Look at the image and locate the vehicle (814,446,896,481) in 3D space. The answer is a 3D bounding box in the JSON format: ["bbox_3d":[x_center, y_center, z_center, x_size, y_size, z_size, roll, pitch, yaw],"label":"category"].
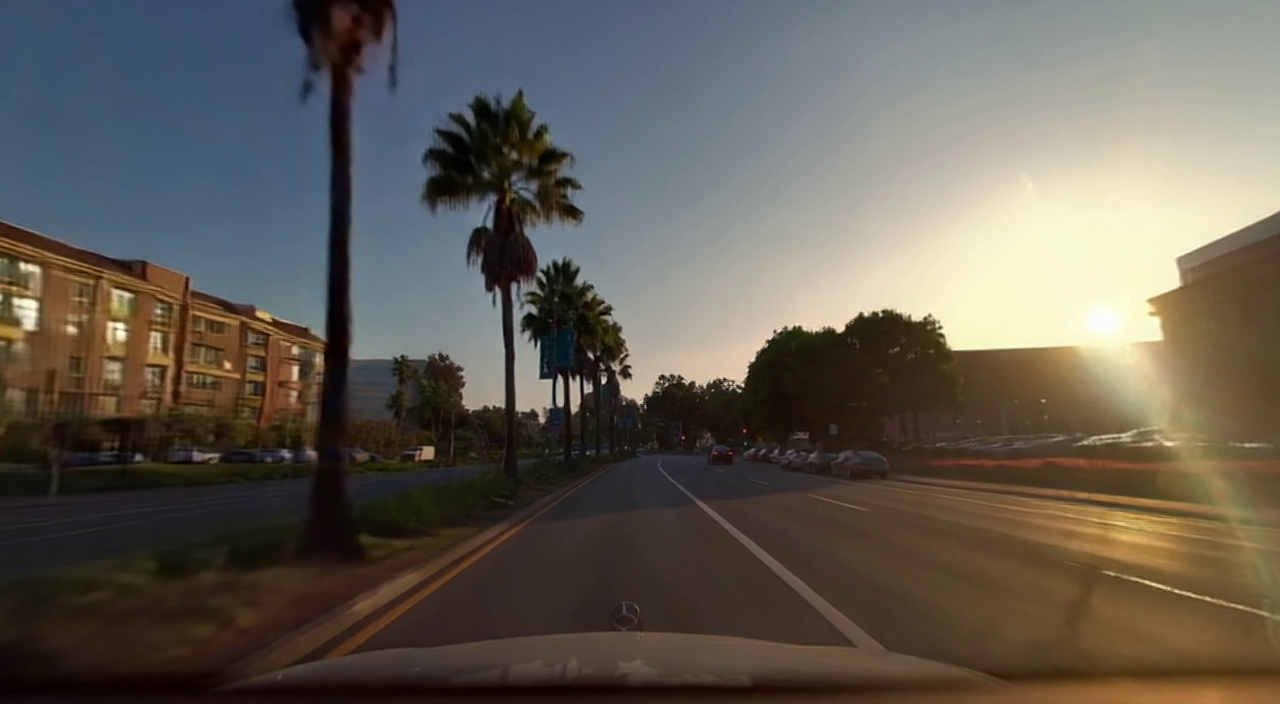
[{"bbox_3d":[10.235,5.336,30.360,2.086,1.545,4.645,1,-9,-3],"label":"vehicle"}]

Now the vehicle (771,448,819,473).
[{"bbox_3d":[10.055,7.048,41.109,1.875,1.491,4.780,0,-9,0],"label":"vehicle"}]
